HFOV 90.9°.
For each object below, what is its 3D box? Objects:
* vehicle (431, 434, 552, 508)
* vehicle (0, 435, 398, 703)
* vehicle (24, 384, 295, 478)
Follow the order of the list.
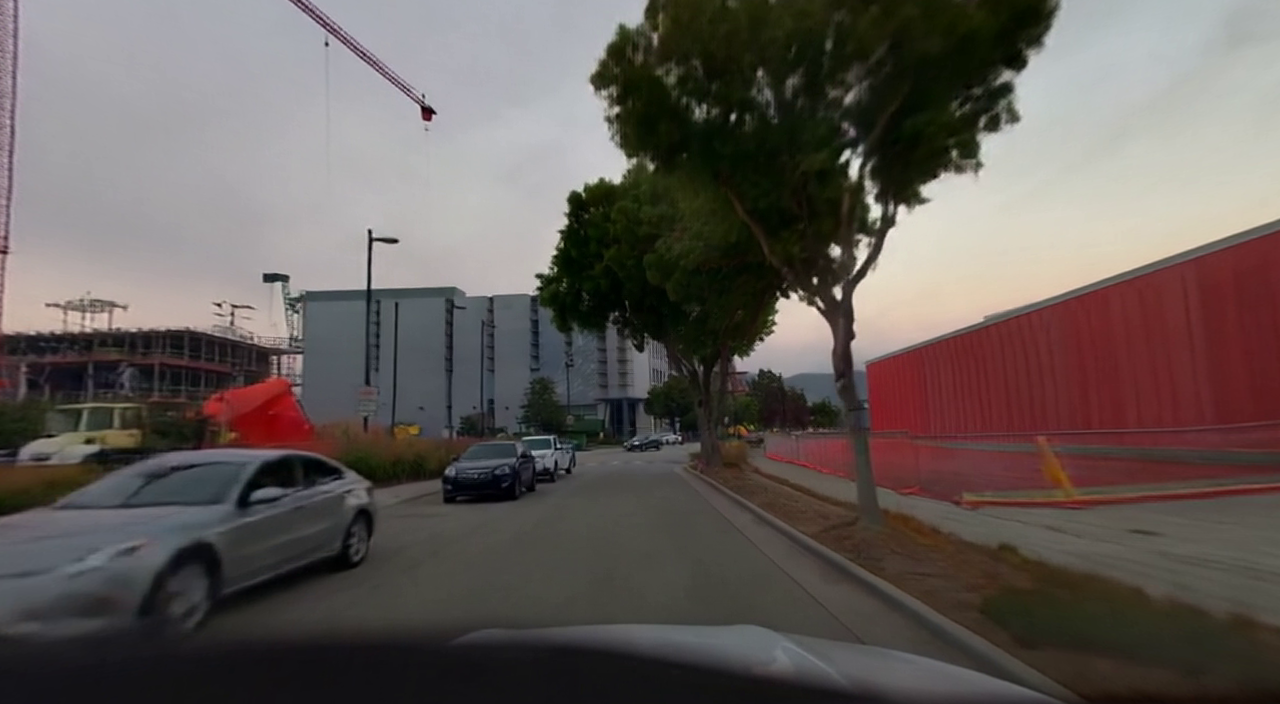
[{"bbox_3d":[-3.627,2.954,16.213,1.980,1.635,4.153,-1,-8,2],"label":"vehicle"},{"bbox_3d":[-3.941,1.471,5.404,1.948,1.460,4.394,-1,-8,1],"label":"vehicle"},{"bbox_3d":[-13.505,2.290,17.971,6.039,2.449,2.273,-1,-8,6],"label":"vehicle"}]
